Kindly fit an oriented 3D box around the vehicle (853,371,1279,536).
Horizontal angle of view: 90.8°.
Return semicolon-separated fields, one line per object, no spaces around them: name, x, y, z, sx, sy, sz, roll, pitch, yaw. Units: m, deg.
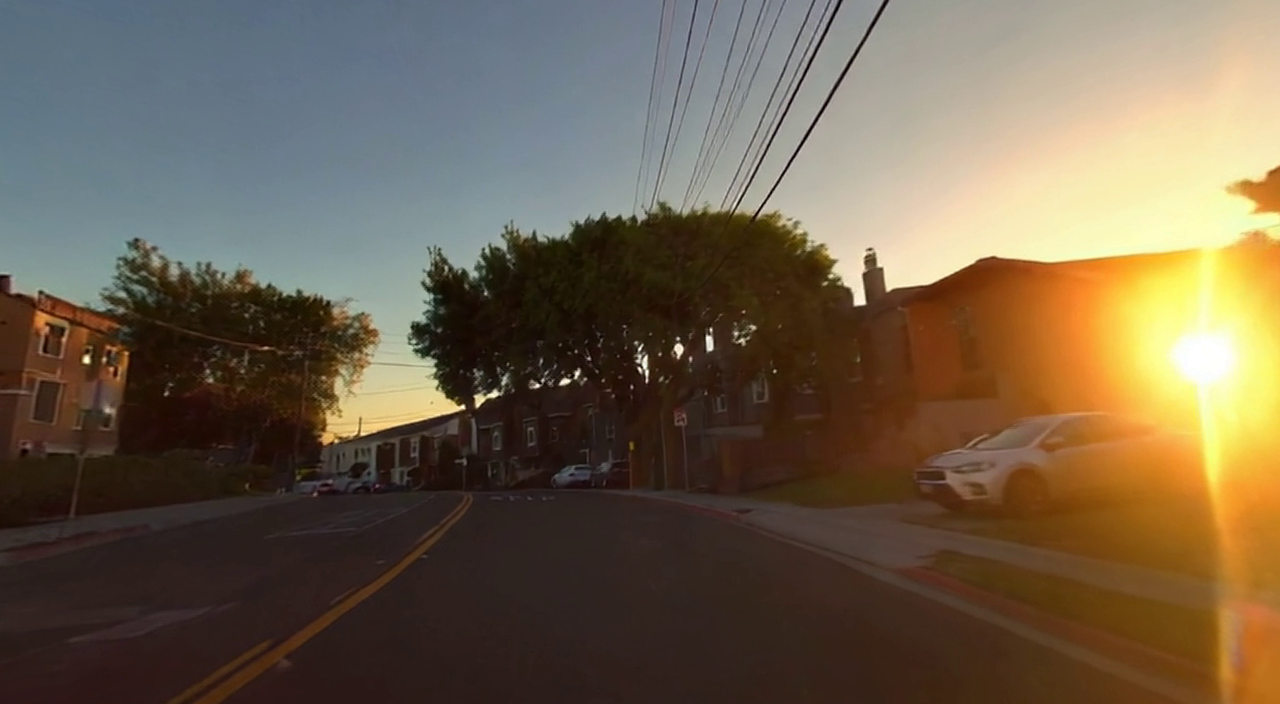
vehicle;6.743;1.592;10.262;5.578;1.842;2.300;-4;-9;-7

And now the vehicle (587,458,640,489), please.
vehicle;-2.076;9.007;47.241;2.184;1.885;5.343;3;-8;-23

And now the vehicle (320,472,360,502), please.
vehicle;-20.167;9.009;42.412;1.994;1.515;4.385;4;-8;-30
